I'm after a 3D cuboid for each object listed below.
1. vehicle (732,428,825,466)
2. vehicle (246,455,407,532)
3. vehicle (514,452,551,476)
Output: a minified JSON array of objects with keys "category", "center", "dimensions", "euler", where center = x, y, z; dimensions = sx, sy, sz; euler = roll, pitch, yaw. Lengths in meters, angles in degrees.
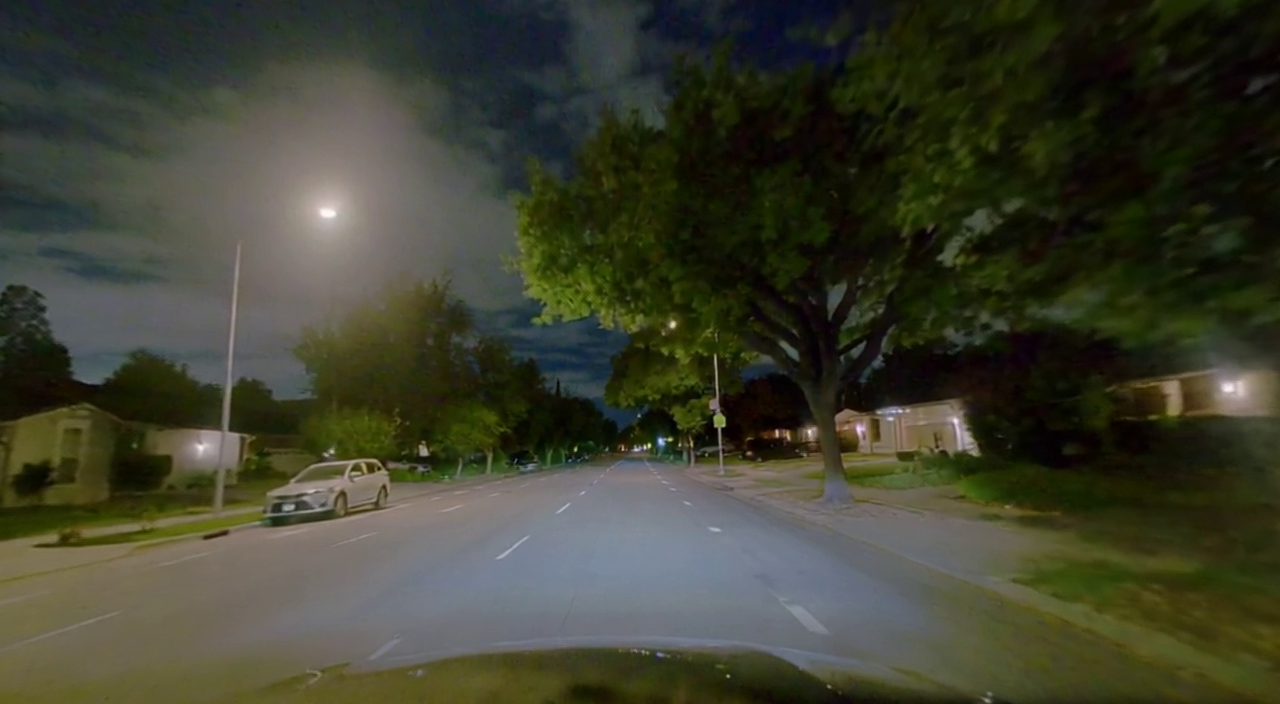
[{"category":"vehicle","center":[8.616,5.961,39.568],"dimensions":[5.221,1.958,1.992],"euler":[-4,-9,-1]},{"category":"vehicle","center":[-7.743,3.484,16.175],"dimensions":[1.919,1.492,4.547],"euler":[-5,-9,-2]},{"category":"vehicle","center":[-8.060,8.420,47.709],"dimensions":[1.973,1.500,4.781],"euler":[-5,-9,-2]}]
